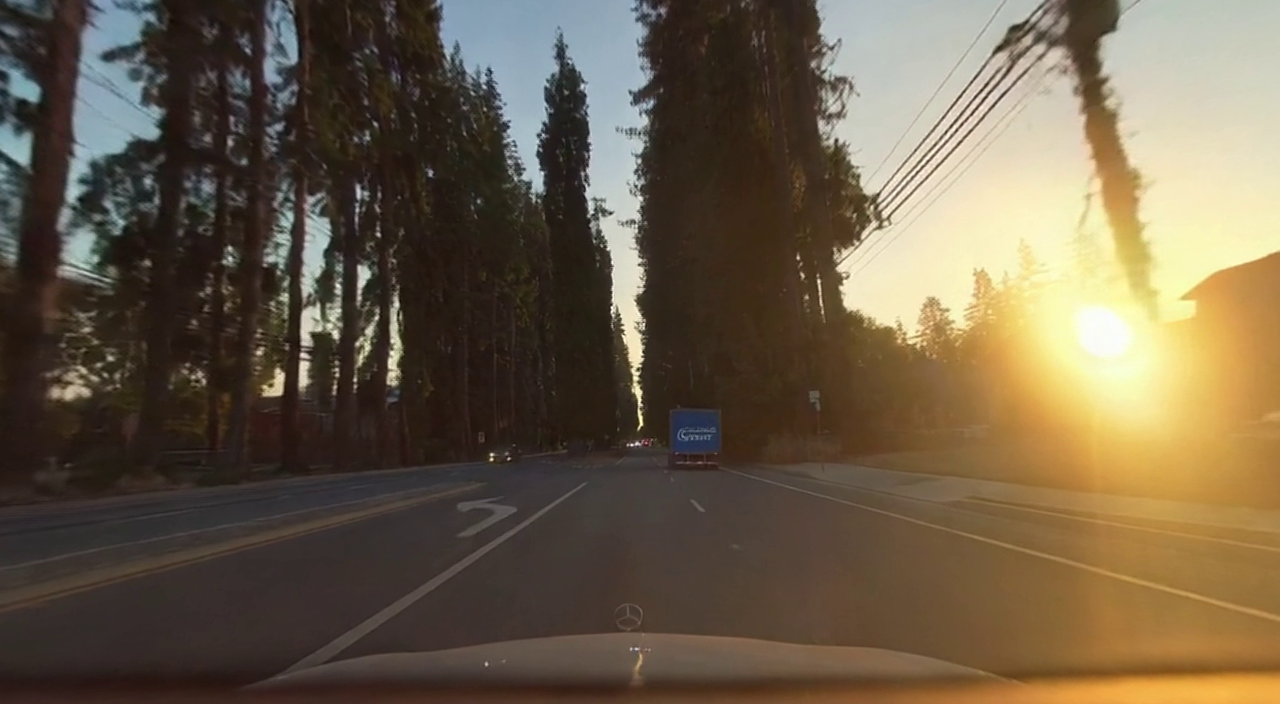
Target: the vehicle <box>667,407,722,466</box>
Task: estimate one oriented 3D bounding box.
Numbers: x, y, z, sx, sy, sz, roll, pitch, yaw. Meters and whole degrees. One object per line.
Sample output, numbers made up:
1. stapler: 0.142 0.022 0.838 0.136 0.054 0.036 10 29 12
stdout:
1. vehicle: 3.785 6.231 45.932 2.973 3.848 9.336 0 -8 -1
